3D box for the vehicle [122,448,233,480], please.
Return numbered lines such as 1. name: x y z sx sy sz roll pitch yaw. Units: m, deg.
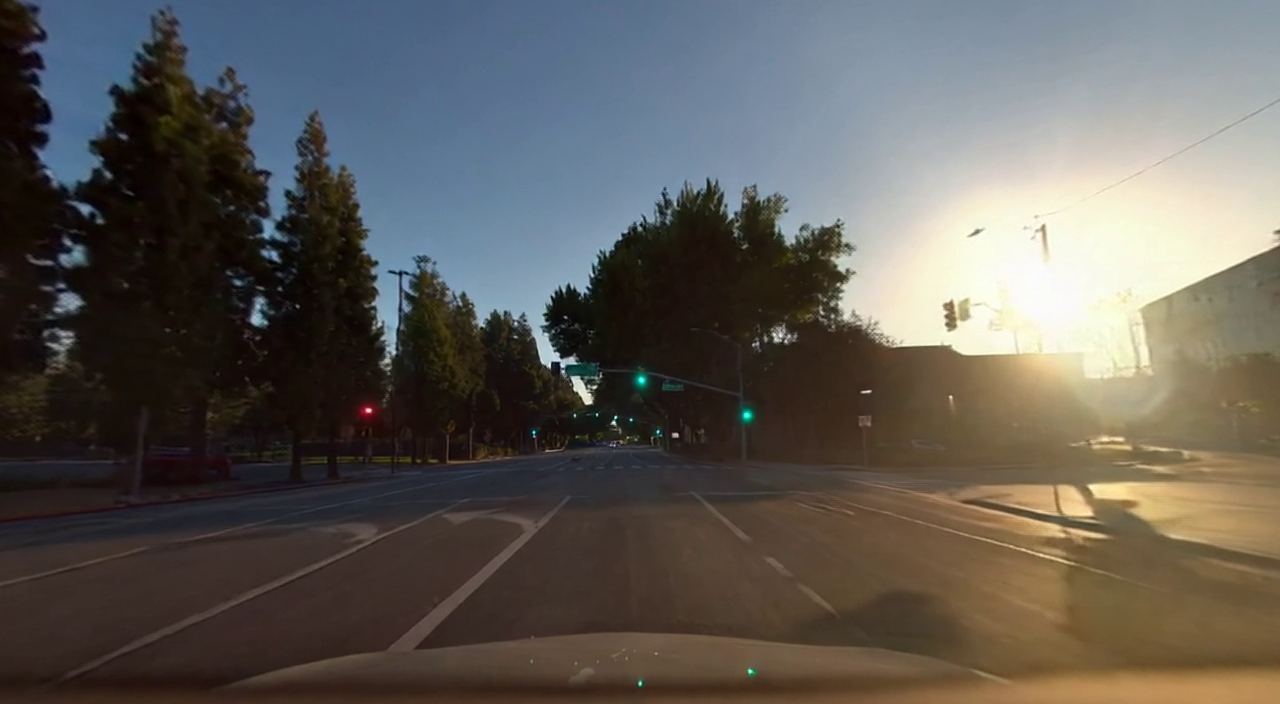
1. vehicle: -26.254 6.382 36.042 4.577 1.584 2.000 3 -7 -7
